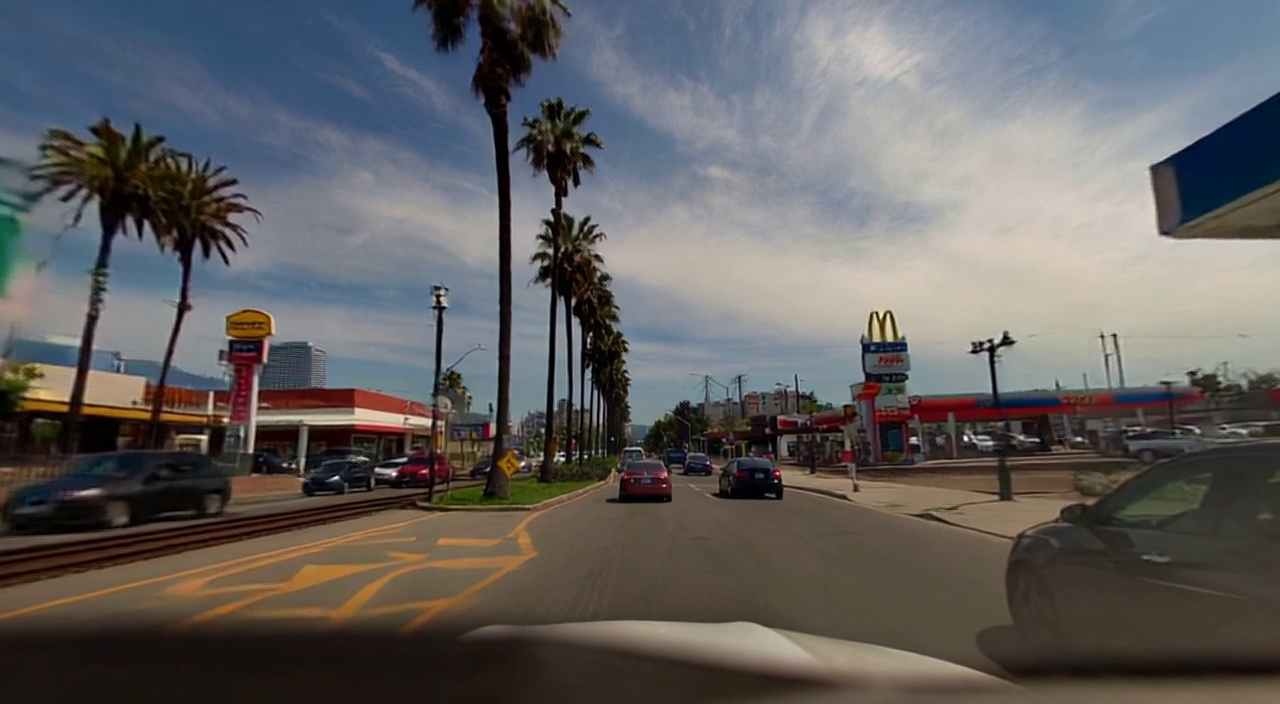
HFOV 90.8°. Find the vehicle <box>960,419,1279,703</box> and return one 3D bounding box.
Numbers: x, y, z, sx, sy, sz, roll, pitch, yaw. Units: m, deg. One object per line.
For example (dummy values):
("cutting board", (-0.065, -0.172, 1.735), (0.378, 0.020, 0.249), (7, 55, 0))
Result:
("vehicle", (3.576, 1.080, 2.929), (1.987, 1.474, 4.198), (0, -9, 0))

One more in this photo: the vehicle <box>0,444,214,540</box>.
("vehicle", (-12.069, 2.955, 13.923), (2.006, 1.737, 4.537), (-1, -9, 3))

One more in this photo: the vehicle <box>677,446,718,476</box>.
("vehicle", (3.783, 7.293, 42.343), (2.299, 1.803, 5.434), (0, -9, 1))

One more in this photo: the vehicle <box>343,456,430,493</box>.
("vehicle", (-11.182, 5.410, 28.243), (1.908, 1.506, 4.397), (-1, -9, 2))

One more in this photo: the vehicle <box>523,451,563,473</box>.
("vehicle", (-6.935, 7.911, 45.535), (2.052, 1.483, 4.751), (-1, -9, 1))

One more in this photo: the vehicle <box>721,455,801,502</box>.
("vehicle", (4.074, 4.309, 21.940), (1.889, 1.448, 4.262), (0, -9, 0))

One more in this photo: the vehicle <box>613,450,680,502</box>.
("vehicle", (0.172, 4.077, 21.140), (2.021, 1.550, 4.090), (0, -9, -1))

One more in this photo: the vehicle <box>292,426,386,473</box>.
("vehicle", (-23.173, 7.653, 49.284), (2.791, 3.271, 7.924), (-1, -10, 5))

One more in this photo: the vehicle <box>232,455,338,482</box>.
("vehicle", (-20.412, 6.715, 36.474), (4.858, 1.489, 2.147), (-1, -10, 5))

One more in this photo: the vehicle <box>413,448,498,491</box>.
("vehicle", (-8.018, 5.147, 27.969), (1.980, 1.719, 4.963), (-1, -9, 4))
